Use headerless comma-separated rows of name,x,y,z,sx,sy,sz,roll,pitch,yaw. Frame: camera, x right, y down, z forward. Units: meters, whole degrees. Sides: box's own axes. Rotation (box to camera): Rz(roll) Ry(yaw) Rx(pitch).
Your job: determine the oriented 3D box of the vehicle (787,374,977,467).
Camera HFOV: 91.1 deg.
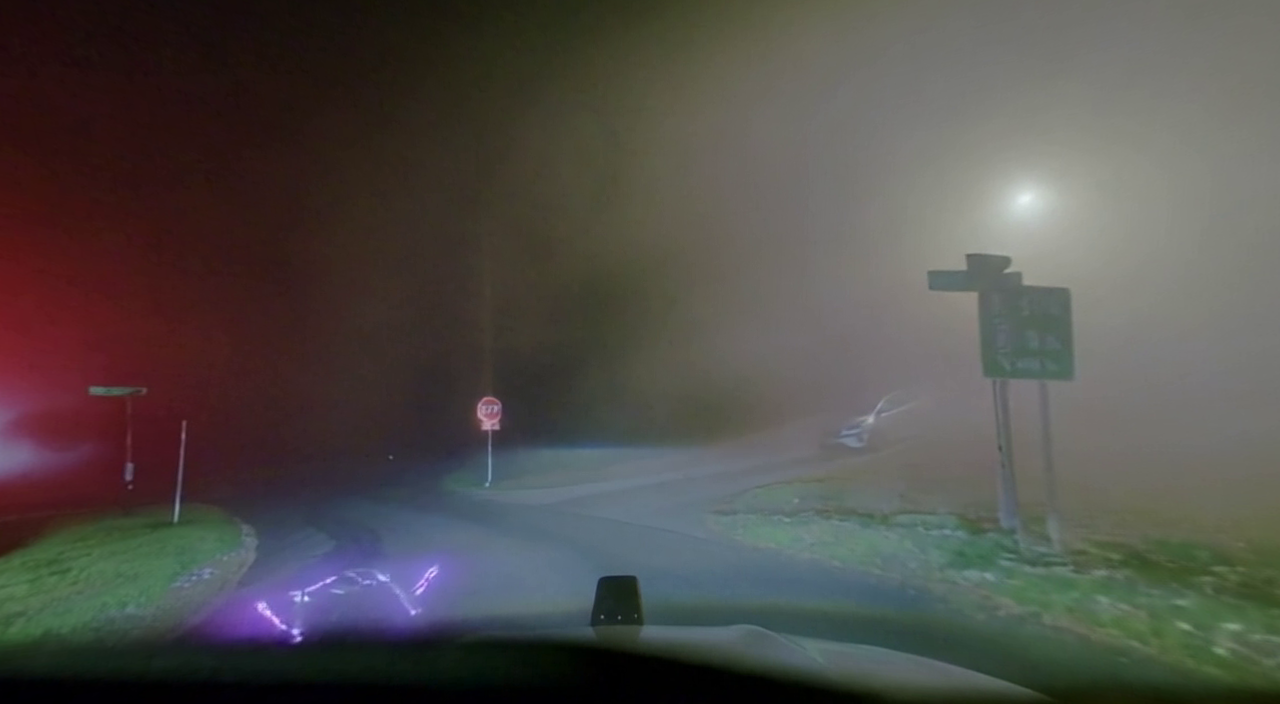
vehicle,6.349,1.756,16.469,4.403,1.574,1.914,-8,-4,-25
